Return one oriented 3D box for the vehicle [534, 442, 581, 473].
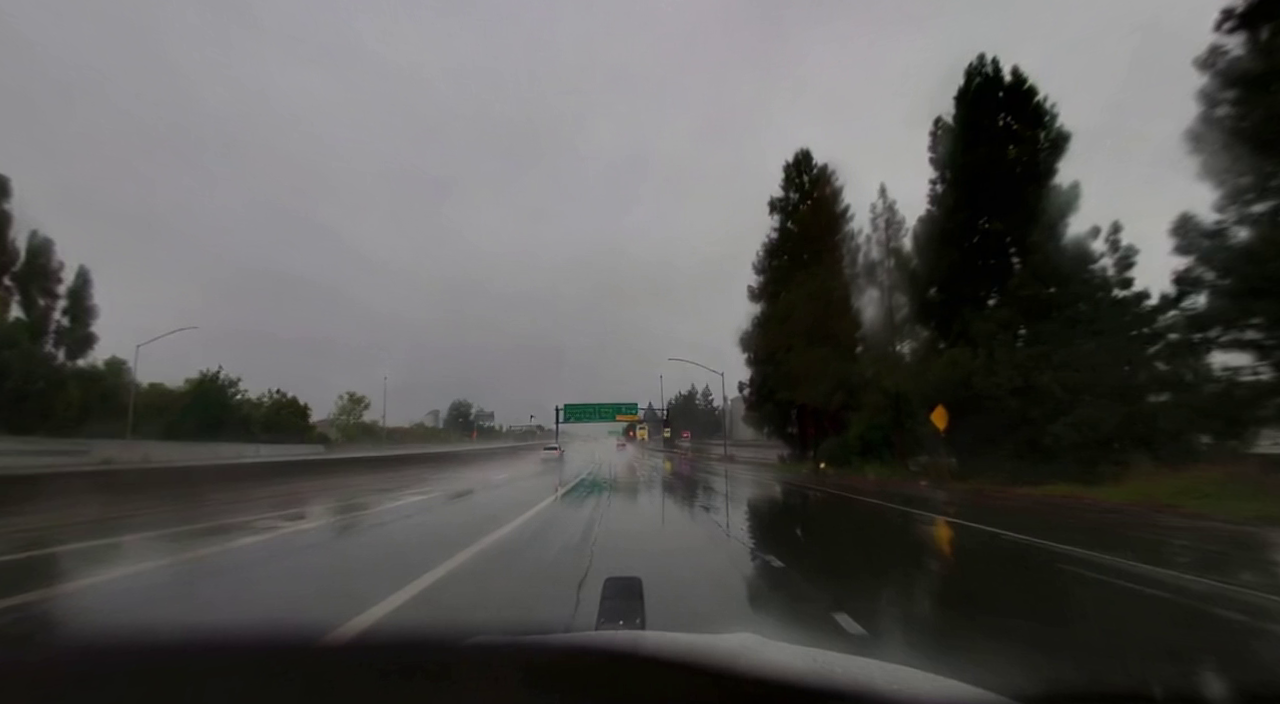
[{"bbox_3d":[-4.446,5.775,34.541,2.012,1.571,4.232,0,-9,0],"label":"vehicle"}]
